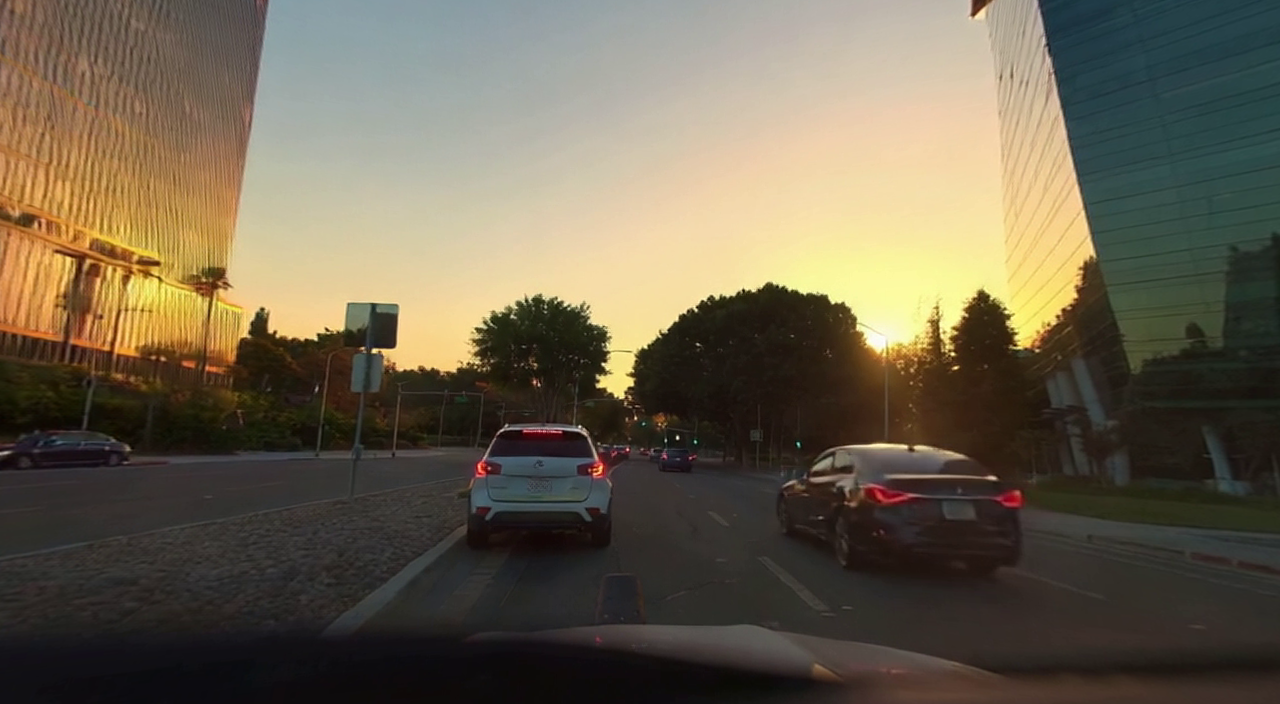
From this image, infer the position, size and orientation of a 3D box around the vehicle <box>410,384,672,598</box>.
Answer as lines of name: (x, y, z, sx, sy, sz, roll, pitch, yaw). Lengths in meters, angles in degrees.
vehicle: (-1.218, 1.569, 8.029, 2.275, 1.819, 4.883, 1, -9, -9)

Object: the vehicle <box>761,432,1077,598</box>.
vehicle: (3.440, 2.069, 9.058, 2.205, 1.537, 4.895, 5, -9, -1)

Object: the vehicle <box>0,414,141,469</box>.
vehicle: (-19.011, 2.905, 20.238, 1.911, 1.542, 4.748, 0, -8, 0)
